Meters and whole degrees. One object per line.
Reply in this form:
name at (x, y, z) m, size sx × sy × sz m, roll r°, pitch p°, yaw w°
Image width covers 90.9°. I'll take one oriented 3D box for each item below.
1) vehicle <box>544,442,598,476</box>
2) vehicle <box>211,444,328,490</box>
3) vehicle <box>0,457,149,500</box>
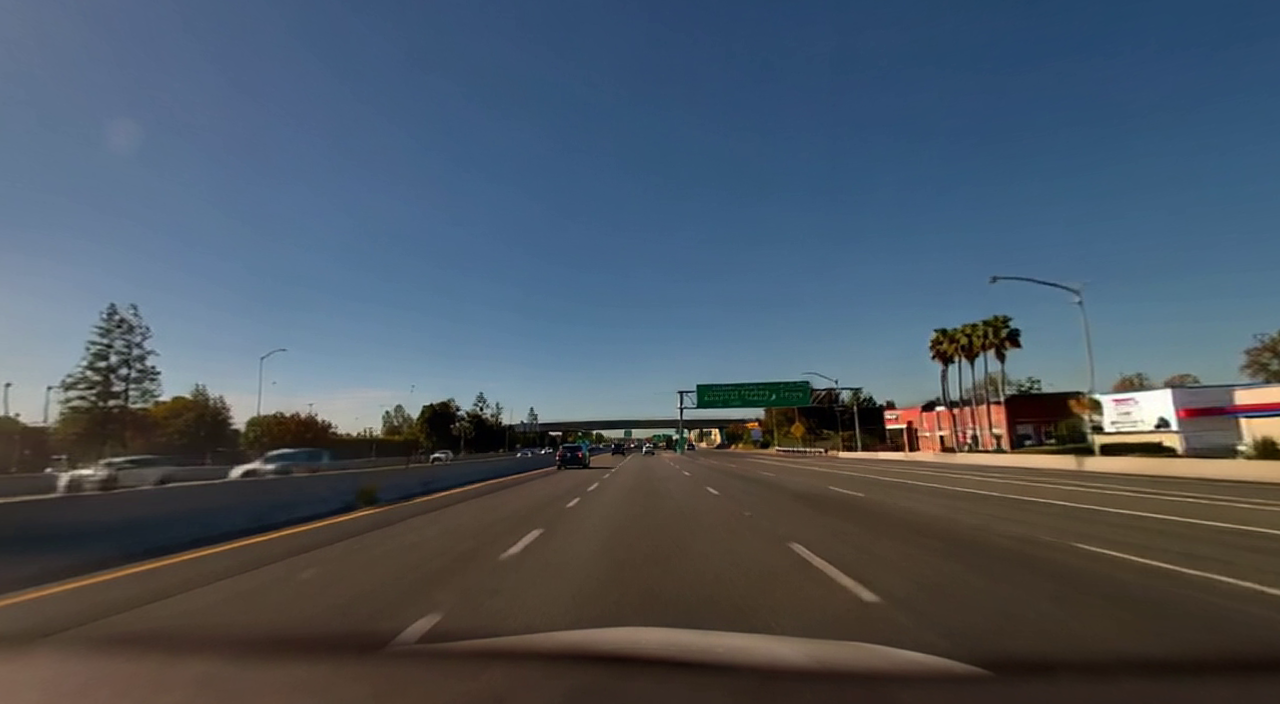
vehicle at (-3.340, 5.291, 31.417) m, size 2.114 × 1.510 × 4.186 m, roll -1°, pitch -9°, yaw 1°
vehicle at (-14.384, 4.450, 24.824) m, size 1.868 × 1.603 × 4.417 m, roll -1°, pitch -9°, yaw 1°
vehicle at (-25.058, 5.567, 28.132) m, size 2.072 × 1.544 × 5.277 m, roll -2°, pitch -8°, yaw 0°
